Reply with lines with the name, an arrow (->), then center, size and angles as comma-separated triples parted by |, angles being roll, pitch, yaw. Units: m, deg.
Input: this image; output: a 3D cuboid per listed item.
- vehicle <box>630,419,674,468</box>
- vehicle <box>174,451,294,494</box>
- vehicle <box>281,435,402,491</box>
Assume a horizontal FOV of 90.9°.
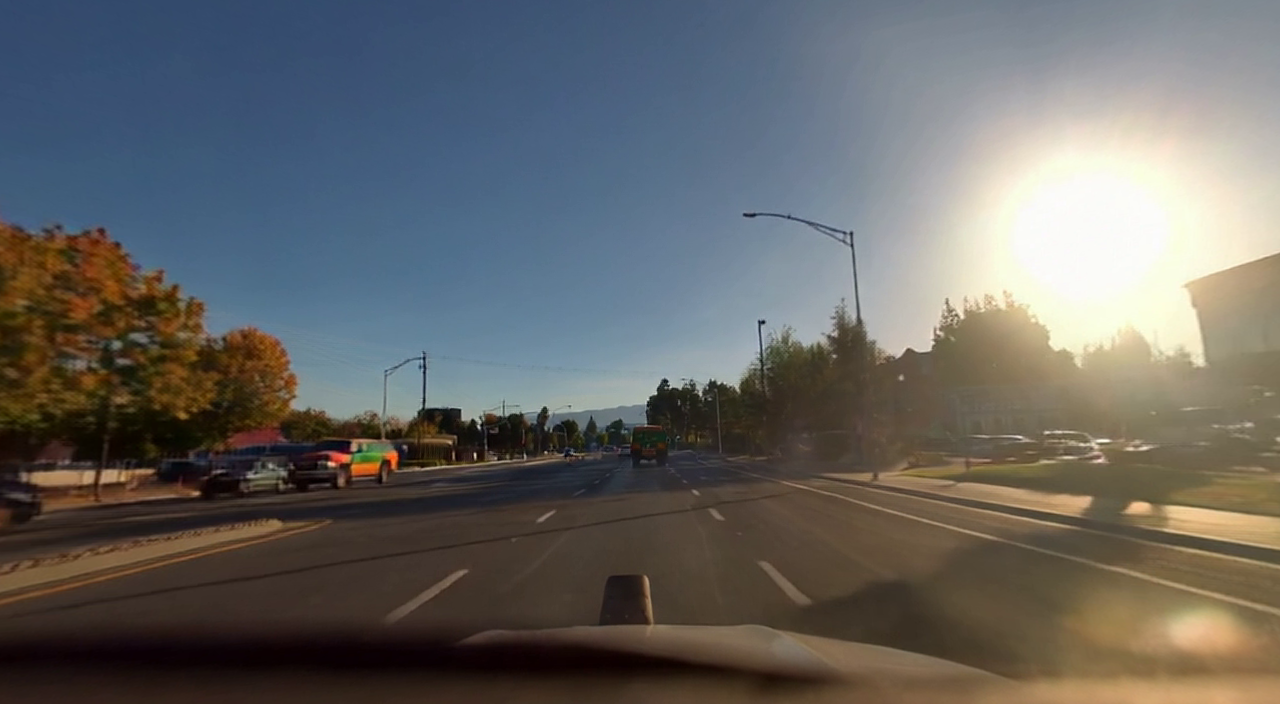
vehicle -> 0.774, 6.702, 46.000 | 2.843, 3.120, 10.422 | 0, -9, 0
vehicle -> -19.102, 5.651, 30.005 | 2.165, 1.795, 5.003 | 0, -9, 3
vehicle -> -11.414, 4.266, 24.592 | 2.155, 1.941, 4.977 | 0, -9, 2
